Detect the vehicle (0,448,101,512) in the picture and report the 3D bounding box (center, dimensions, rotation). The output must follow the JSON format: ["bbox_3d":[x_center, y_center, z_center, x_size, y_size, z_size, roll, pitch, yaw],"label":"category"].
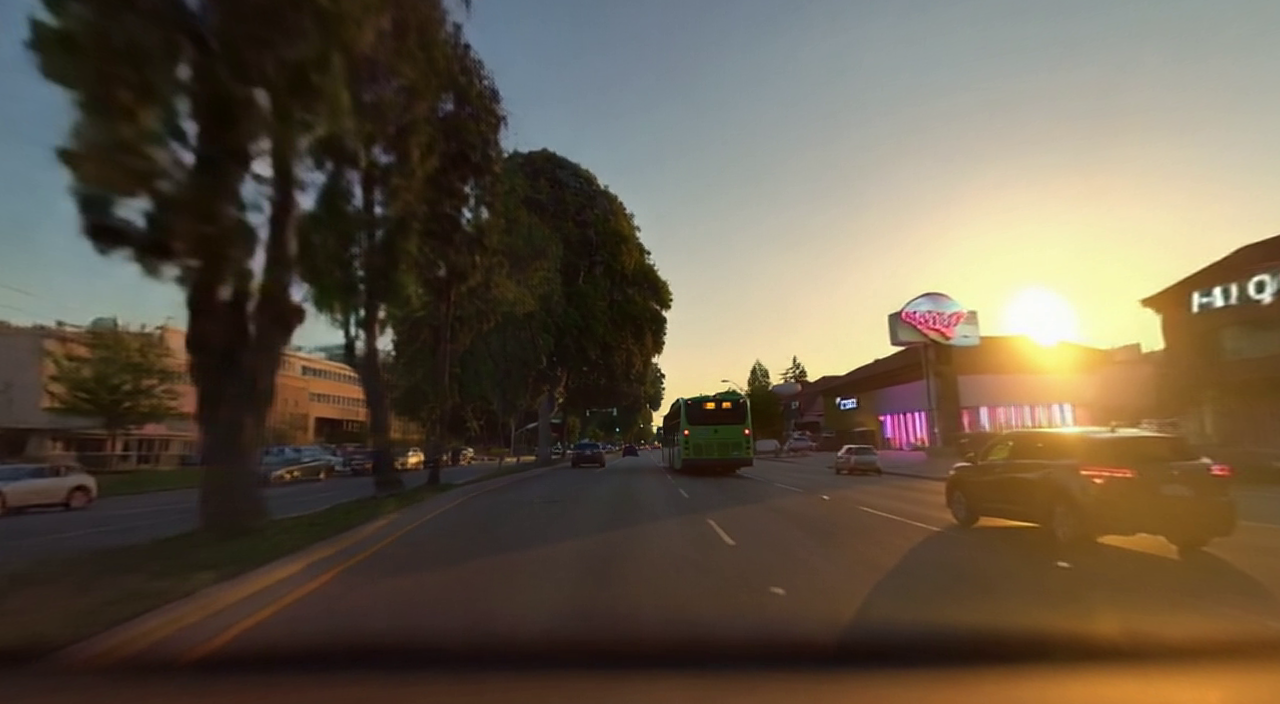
[{"bbox_3d":[-19.128,3.729,18.253,2.277,1.764,5.283,-2,-8,0],"label":"vehicle"}]

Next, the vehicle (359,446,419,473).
[{"bbox_3d":[-19.230,8.221,48.510,2.123,1.905,5.972,-2,-9,1],"label":"vehicle"}]

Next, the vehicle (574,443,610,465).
[{"bbox_3d":[-3.273,7.082,43.738,2.211,1.416,4.179,0,-8,-1],"label":"vehicle"}]

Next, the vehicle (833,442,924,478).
[{"bbox_3d":[10.505,4.766,28.185,2.073,1.443,4.860,0,-8,-2],"label":"vehicle"}]

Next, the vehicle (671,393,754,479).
[{"bbox_3d":[3.018,3.900,28.960,2.766,3.306,9.281,0,-8,0],"label":"vehicle"}]

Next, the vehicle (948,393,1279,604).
[{"bbox_3d":[6.029,1.564,7.671,2.129,1.754,4.668,0,-8,0],"label":"vehicle"}]

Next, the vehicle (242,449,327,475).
[{"bbox_3d":[-25.023,7.725,44.377,4.724,1.734,2.076,0,-8,1],"label":"vehicle"}]
